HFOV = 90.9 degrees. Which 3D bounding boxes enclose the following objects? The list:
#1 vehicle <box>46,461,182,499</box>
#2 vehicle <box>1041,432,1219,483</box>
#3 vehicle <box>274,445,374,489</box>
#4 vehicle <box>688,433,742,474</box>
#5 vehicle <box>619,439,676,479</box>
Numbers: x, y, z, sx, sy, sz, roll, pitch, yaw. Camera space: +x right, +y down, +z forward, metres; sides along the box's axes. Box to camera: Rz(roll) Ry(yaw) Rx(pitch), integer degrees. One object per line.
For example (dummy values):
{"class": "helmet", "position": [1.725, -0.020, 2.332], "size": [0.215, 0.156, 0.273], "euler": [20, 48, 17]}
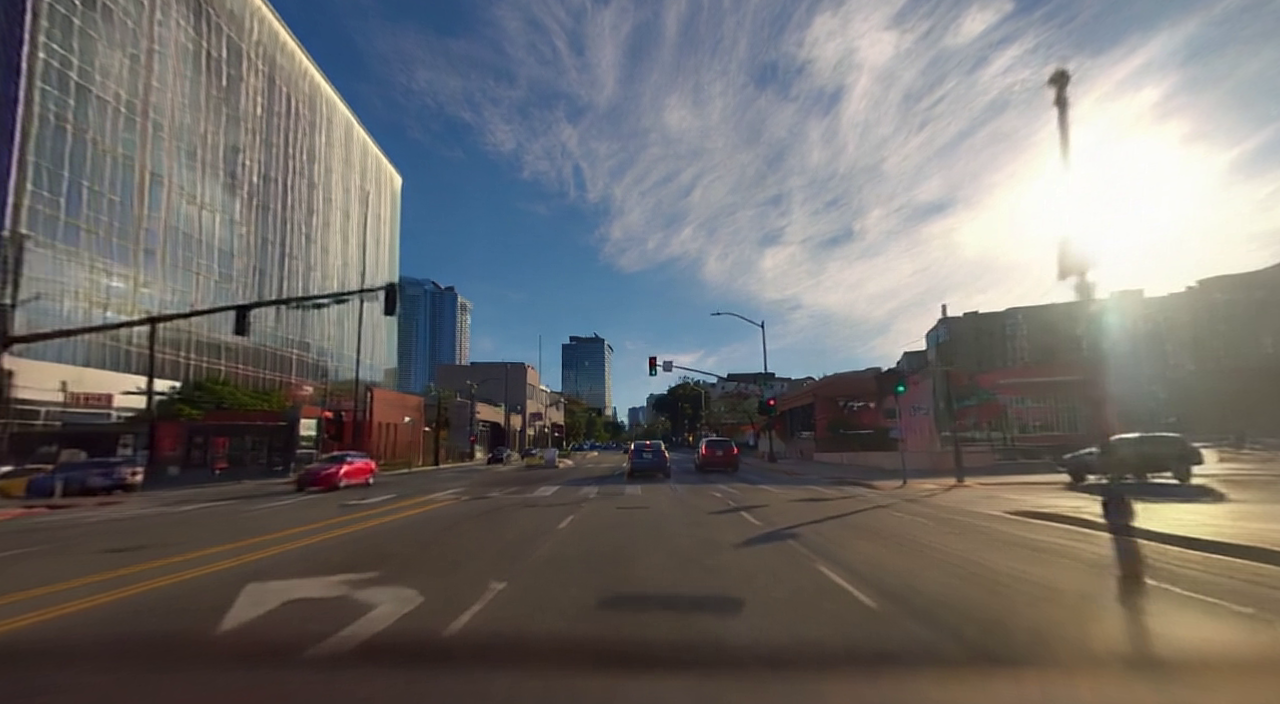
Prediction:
{"class": "vehicle", "position": [-23.907, 5.798, 28.778], "size": [4.404, 1.618, 1.968], "euler": [0, -9, 1]}
{"class": "vehicle", "position": [17.152, 3.716, 22.241], "size": [4.556, 1.693, 2.030], "euler": [0, -9, -1]}
{"class": "vehicle", "position": [-13.869, 5.059, 28.031], "size": [2.082, 1.772, 4.447], "euler": [0, -9, 1]}
{"class": "vehicle", "position": [3.814, 5.294, 32.996], "size": [2.159, 1.938, 4.836], "euler": [0, -9, -1]}
{"class": "vehicle", "position": [0.264, 4.550, 27.011], "size": [2.245, 1.587, 4.094], "euler": [0, -9, -1]}
